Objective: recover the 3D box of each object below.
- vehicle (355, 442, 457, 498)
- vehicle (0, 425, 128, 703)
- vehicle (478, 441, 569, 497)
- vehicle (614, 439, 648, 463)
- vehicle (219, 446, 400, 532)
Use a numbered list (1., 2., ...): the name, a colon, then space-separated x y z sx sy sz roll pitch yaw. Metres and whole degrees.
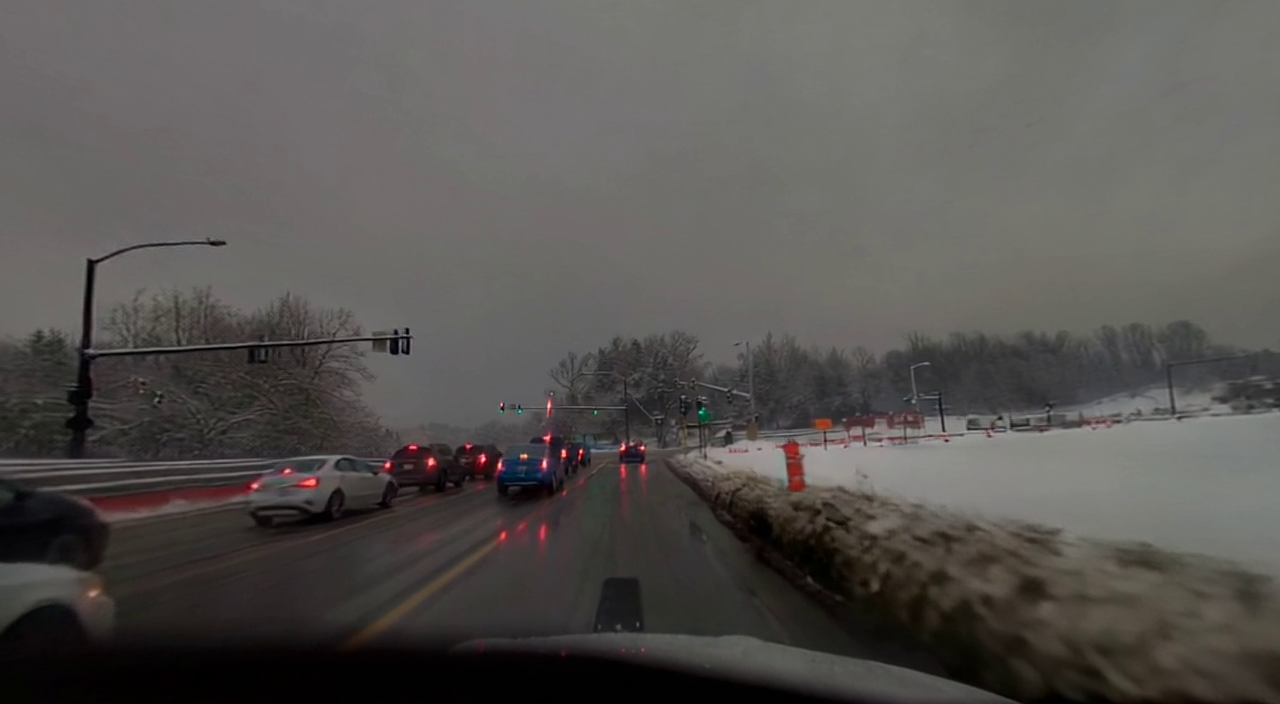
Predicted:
1. vehicle: -8.138 4.103 22.471 1.949 1.697 4.406 -2 -9 0
2. vehicle: -3.795 0.849 1.059 2.026 1.497 4.577 -2 -9 0
3. vehicle: -3.425 3.521 19.415 2.042 1.441 4.172 -1 -9 0
4. vehicle: -0.602 6.636 42.385 2.183 1.506 4.286 0 -9 0
5. vehicle: -7.181 2.957 14.328 1.900 1.507 4.285 -3 -9 -1
